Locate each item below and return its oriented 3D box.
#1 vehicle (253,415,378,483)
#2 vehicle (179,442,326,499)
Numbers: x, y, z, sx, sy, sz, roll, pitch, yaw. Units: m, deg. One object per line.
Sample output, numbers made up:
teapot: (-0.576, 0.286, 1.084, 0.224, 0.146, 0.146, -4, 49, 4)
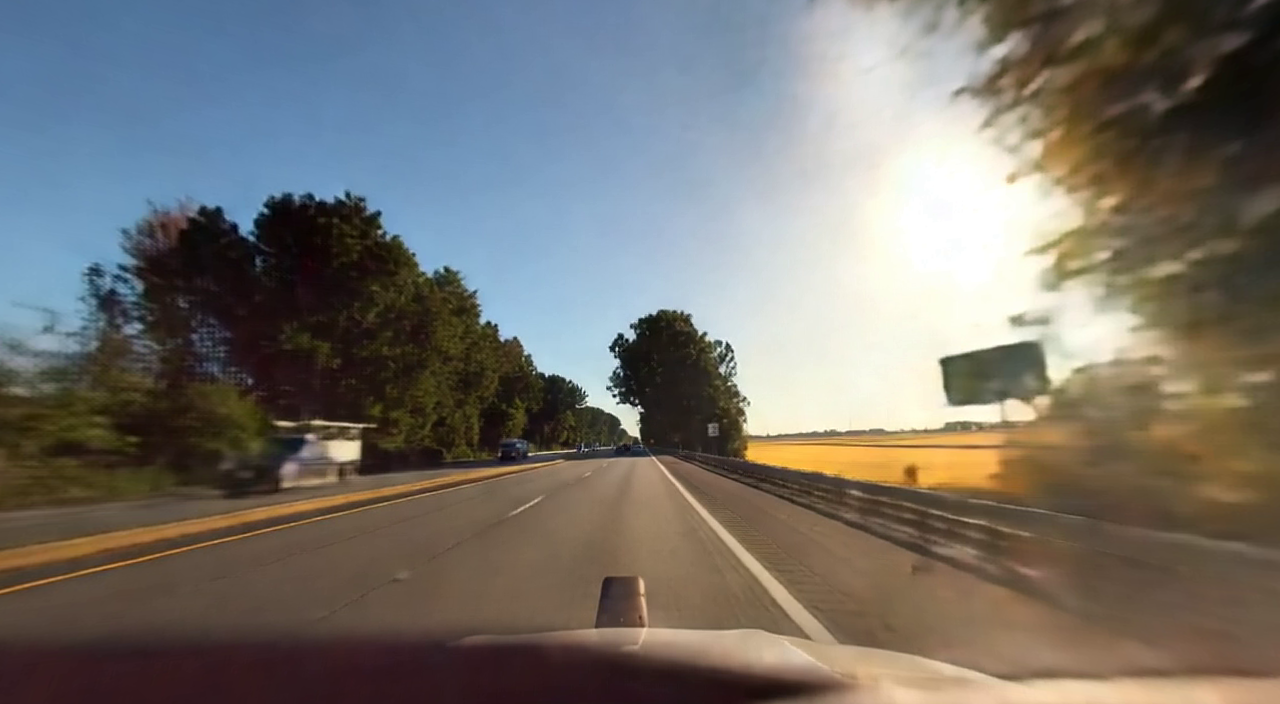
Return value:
vehicle: (-16.594, 5.083, 33.010, 2.573, 3.131, 7.517, 0, -9, -1)
vehicle: (-12.242, 3.744, 20.346, 1.903, 1.592, 4.451, 0, -9, 0)
